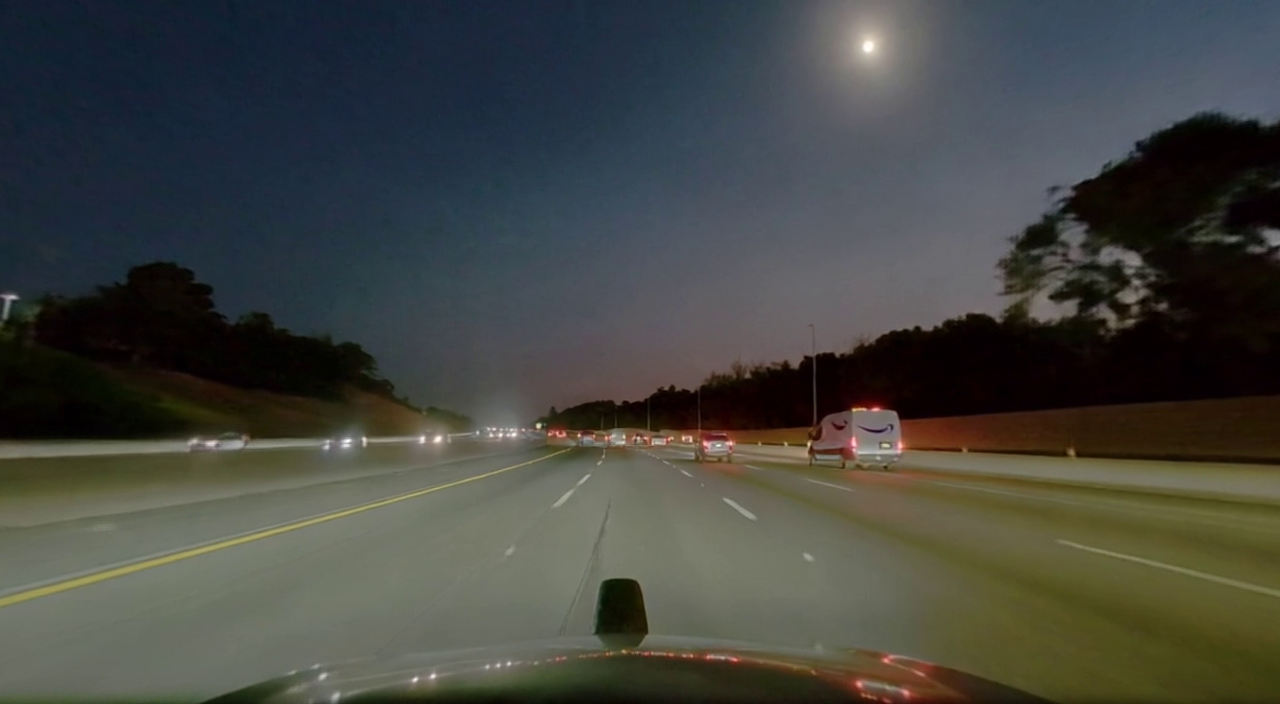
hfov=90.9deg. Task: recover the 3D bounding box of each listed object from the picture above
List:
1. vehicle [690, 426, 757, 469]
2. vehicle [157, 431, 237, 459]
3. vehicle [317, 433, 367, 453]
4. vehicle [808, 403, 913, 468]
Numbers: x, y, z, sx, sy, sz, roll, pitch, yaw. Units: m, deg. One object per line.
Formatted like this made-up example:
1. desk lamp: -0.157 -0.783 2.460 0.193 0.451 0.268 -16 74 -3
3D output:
1. vehicle: 3.538 4.175 27.689 2.141 1.732 4.279 0 -8 -3
2. vehicle: -26.031 5.503 37.276 1.848 1.513 4.086 0 -8 -2
3. vehicle: -22.612 6.952 48.050 1.895 1.469 4.267 0 -8 -3
4. vehicle: 10.550 4.141 30.935 2.274 2.802 6.802 0 -8 -4
